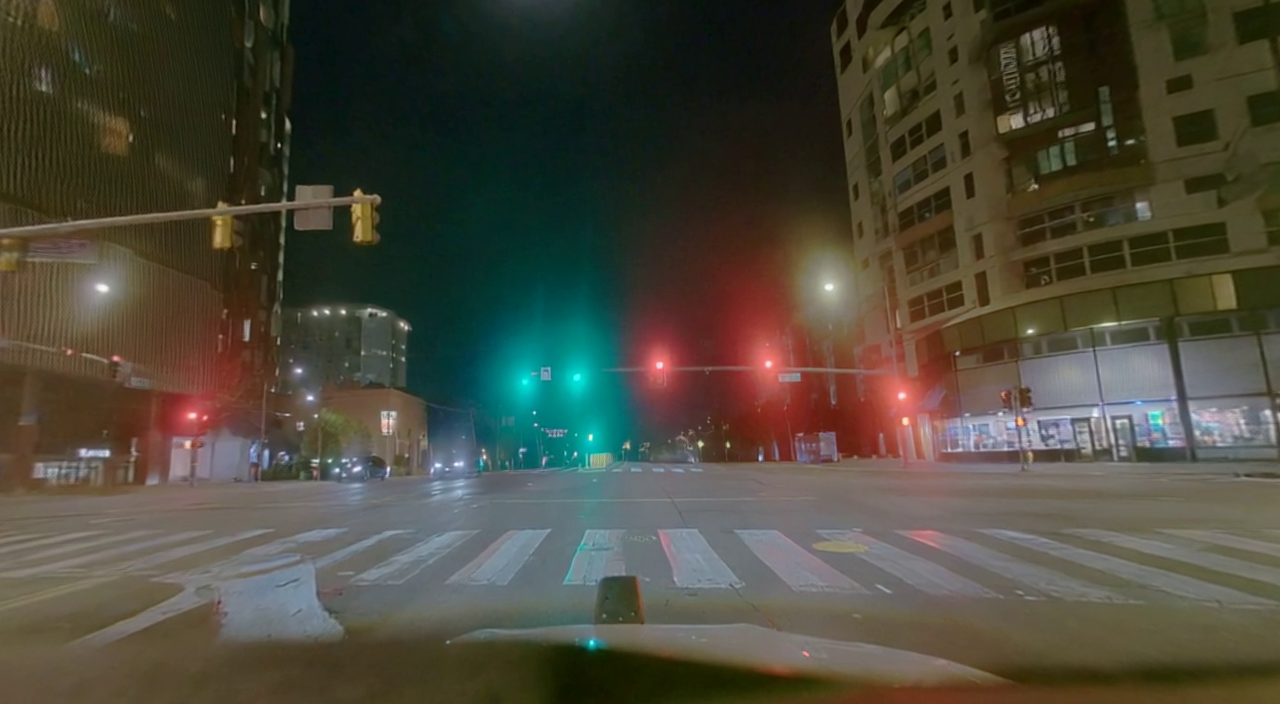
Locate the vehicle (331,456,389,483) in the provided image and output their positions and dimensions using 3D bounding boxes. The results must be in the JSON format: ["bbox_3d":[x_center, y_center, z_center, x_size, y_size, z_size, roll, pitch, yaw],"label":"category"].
[{"bbox_3d":[-18.857,7.887,42.780,1.933,1.664,4.255,0,-9,1],"label":"vehicle"}]

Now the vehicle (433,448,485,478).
[{"bbox_3d":[-12.218,7.490,42.964,2.151,1.847,4.634,0,-9,1],"label":"vehicle"}]
